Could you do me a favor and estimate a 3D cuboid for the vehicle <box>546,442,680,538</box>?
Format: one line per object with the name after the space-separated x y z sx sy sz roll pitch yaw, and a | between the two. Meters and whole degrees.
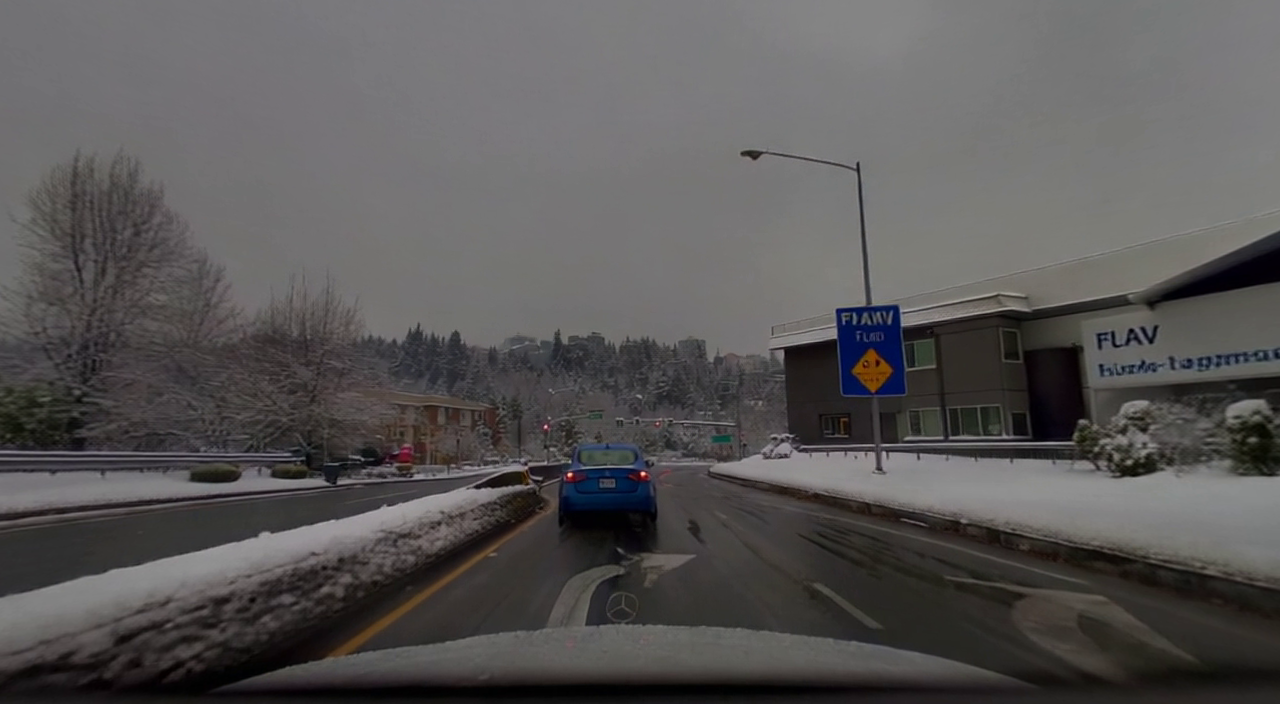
-0.529 2.425 11.704 2.063 1.442 3.933 0 -9 -3 | vehicle
